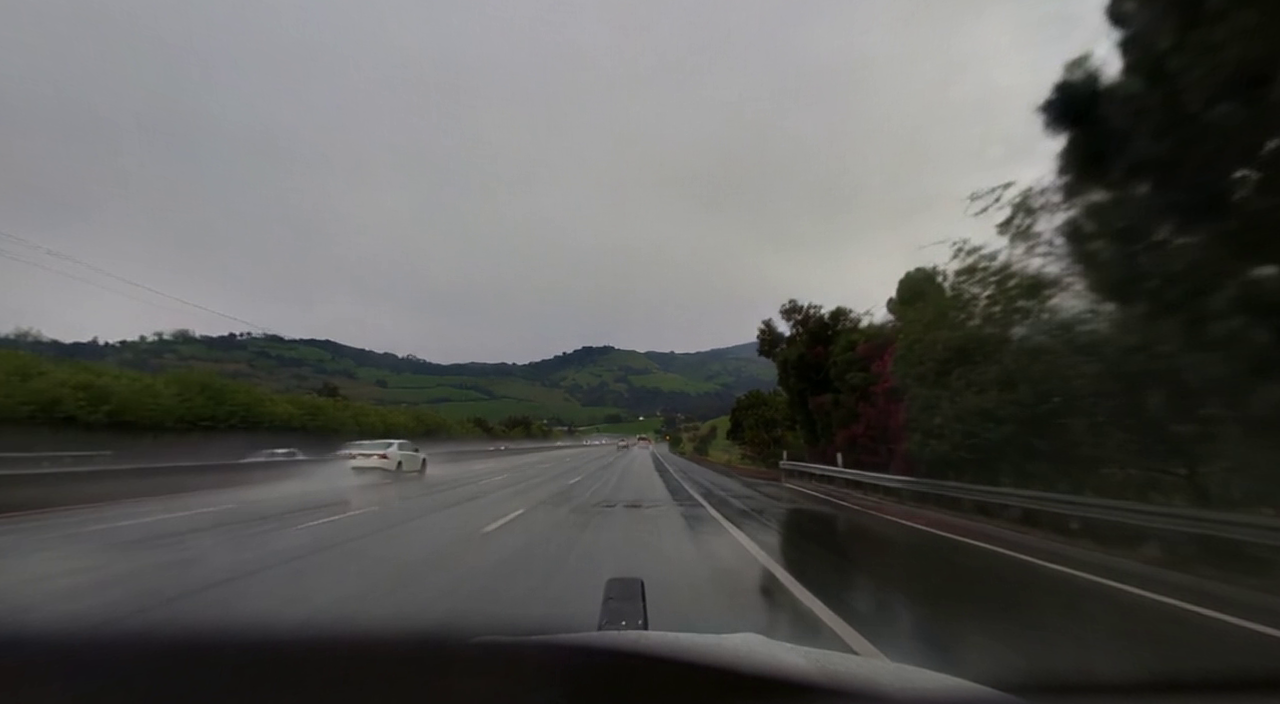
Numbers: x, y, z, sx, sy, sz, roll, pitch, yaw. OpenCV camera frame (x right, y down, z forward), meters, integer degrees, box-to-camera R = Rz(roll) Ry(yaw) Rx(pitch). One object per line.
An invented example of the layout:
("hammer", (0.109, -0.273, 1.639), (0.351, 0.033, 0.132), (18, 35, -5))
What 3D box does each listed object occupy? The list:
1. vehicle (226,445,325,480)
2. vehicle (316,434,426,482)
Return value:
("vehicle", (-16.755, 5.067, 29.292), (1.894, 1.461, 4.442), (0, -8, 1))
("vehicle", (-10.701, 4.251, 25.611), (2.152, 1.753, 4.972), (0, -8, 1))
